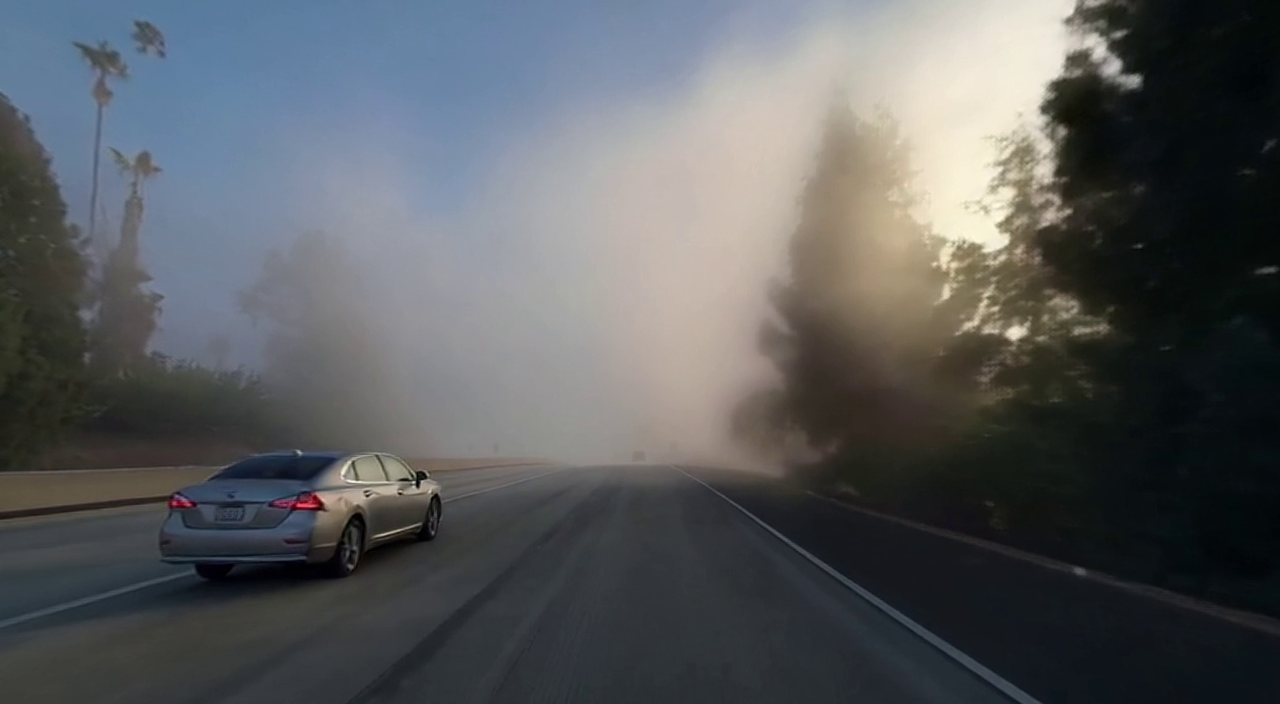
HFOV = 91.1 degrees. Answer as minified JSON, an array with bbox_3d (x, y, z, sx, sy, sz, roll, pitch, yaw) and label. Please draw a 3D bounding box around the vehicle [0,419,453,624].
[{"bbox_3d":[-3.974,1.656,7.282,2.092,1.562,4.748,0,-8,1],"label":"vehicle"}]
